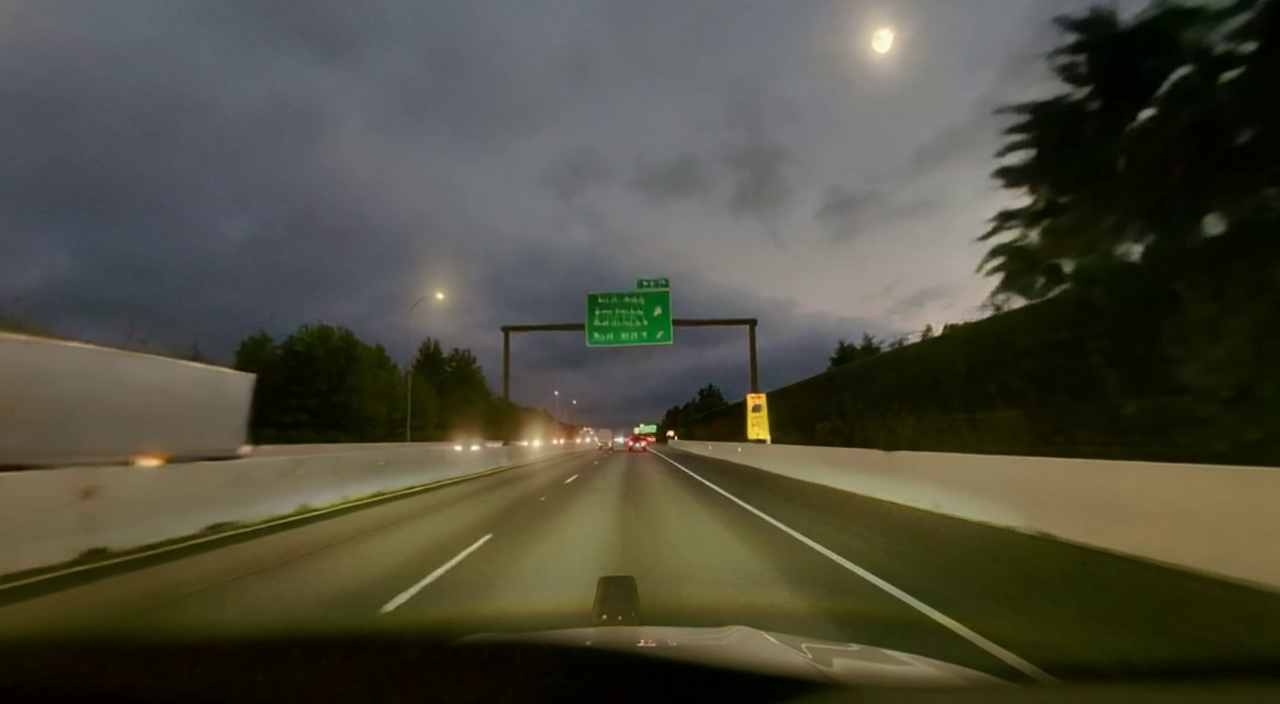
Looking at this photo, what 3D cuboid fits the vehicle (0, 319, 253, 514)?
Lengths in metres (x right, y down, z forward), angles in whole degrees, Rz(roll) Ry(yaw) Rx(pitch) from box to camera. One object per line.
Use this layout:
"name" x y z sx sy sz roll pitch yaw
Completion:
"vehicle" -14.468 1.651 15.281 2.855 3.907 11.604 1 -8 -1
